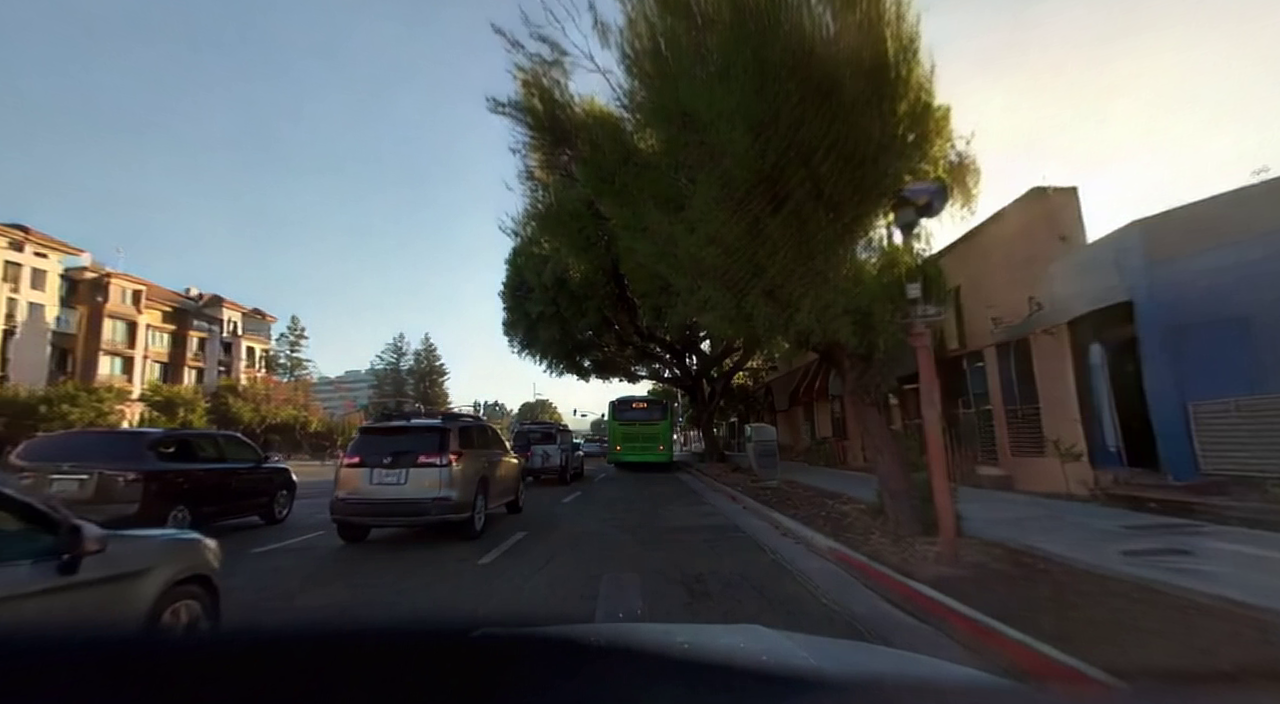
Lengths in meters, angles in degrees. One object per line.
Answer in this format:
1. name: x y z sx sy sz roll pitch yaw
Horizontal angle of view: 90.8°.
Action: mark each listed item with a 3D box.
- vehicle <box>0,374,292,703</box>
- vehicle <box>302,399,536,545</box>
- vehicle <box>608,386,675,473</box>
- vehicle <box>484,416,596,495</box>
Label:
1. vehicle: -3.303 0.805 1.789 2.042 1.571 4.475 0 -9 1
2. vehicle: -3.298 1.954 10.819 2.095 1.892 5.043 0 -9 1
3. vehicle: 0.083 4.339 34.235 2.970 3.857 12.200 0 -9 0
4. vehicle: -2.940 3.279 20.243 2.546 2.125 5.869 0 -9 1
